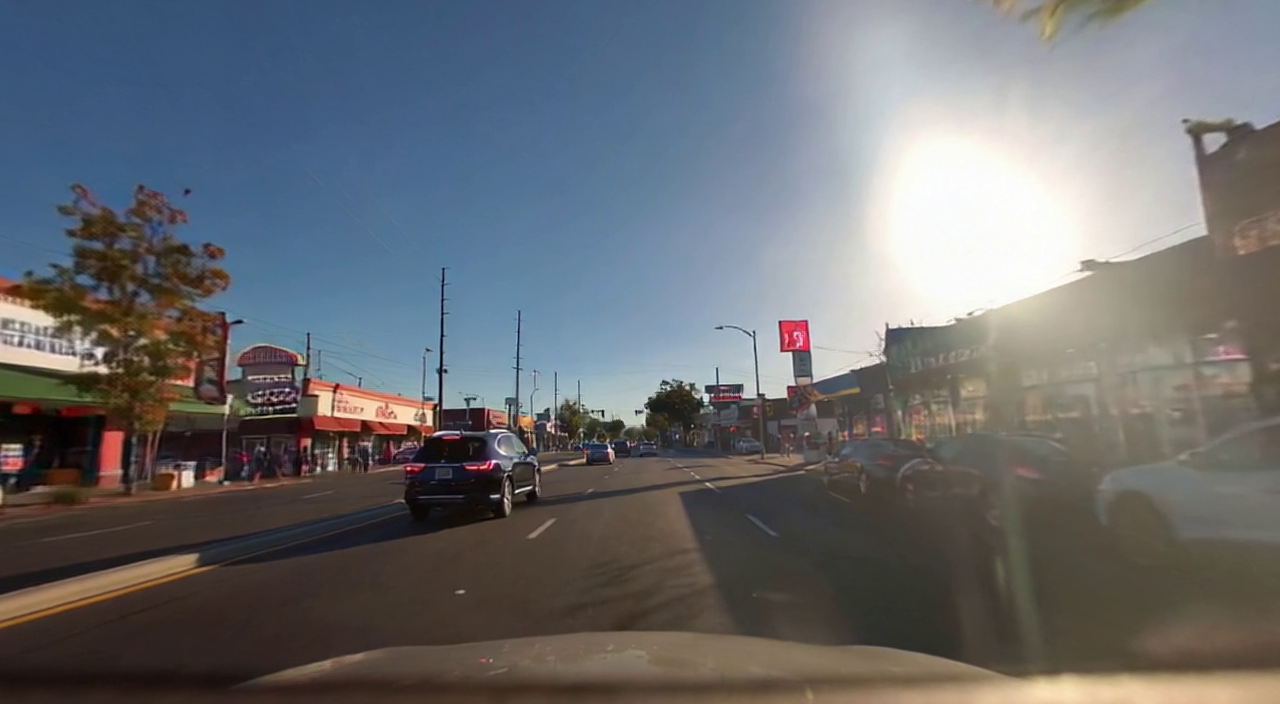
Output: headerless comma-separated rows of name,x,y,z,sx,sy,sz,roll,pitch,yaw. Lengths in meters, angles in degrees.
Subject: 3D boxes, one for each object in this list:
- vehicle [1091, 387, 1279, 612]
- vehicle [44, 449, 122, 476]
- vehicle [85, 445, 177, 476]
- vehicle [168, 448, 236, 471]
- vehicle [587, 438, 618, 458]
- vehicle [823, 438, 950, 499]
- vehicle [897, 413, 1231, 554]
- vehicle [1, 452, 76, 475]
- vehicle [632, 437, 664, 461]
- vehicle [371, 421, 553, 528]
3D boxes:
vehicle,6.333,1.139,4.668,2.116,1.836,5.235,0,-9,1
vehicle,-35.472,7.034,40.093,4.731,1.511,1.768,-5,-7,22
vehicle,-31.035,6.610,38.442,4.589,1.779,2.154,-3,-9,20
vehicle,-32.260,7.914,46.428,4.435,1.483,1.990,-5,-8,23
vehicle,-2.881,7.483,49.009,1.950,1.450,4.257,0,-9,2
vehicle,6.775,3.223,17.853,1.896,1.497,4.032,0,-9,-1
vehicle,6.533,2.085,10.743,2.129,1.802,5.084,0,-9,0
vehicle,-39.996,7.378,41.891,4.129,1.442,1.732,-3,-9,19
vehicle,0.523,6.407,41.646,2.037,1.484,4.073,0,-9,0
vehicle,-3.073,2.228,12.019,2.049,1.646,4.445,0,-9,2
